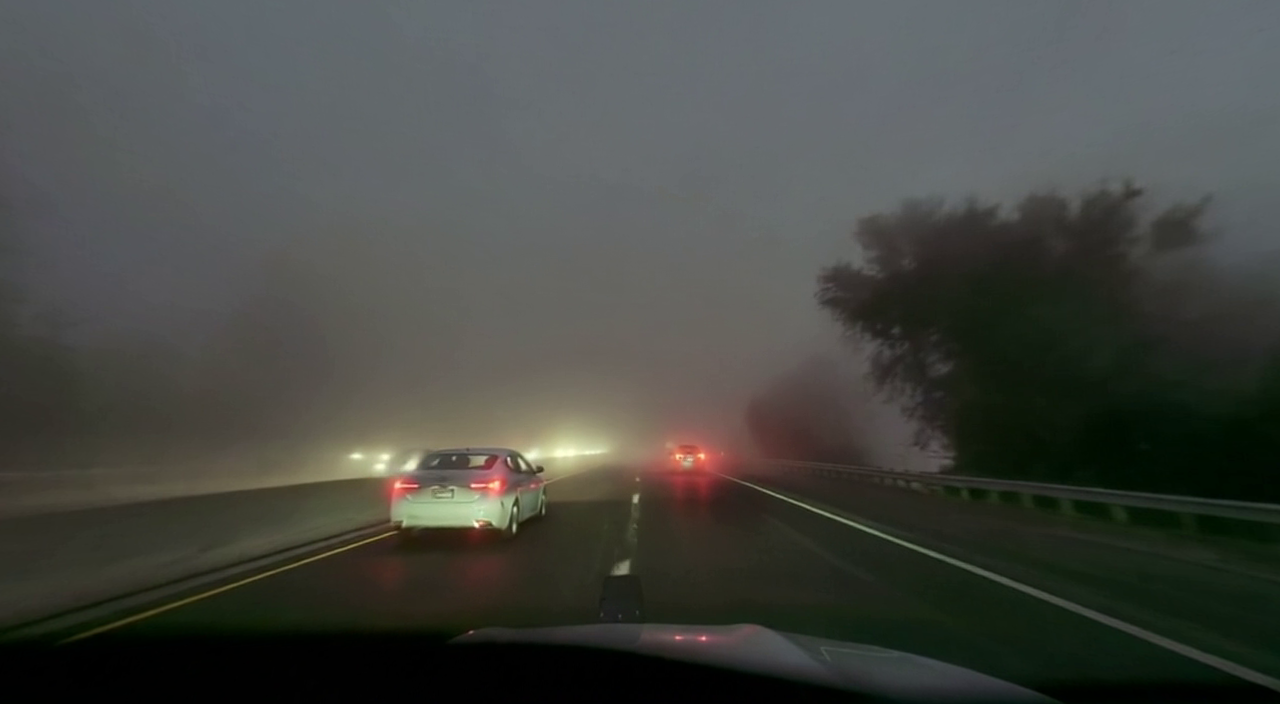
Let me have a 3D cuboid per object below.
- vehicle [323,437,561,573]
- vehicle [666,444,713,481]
[{"bbox_3d":[-2.473,2.029,9.106,2.013,1.479,4.169,-1,-9,1],"label":"vehicle"},{"bbox_3d":[2.191,5.020,28.705,1.910,1.554,3.718,0,-9,1],"label":"vehicle"}]
